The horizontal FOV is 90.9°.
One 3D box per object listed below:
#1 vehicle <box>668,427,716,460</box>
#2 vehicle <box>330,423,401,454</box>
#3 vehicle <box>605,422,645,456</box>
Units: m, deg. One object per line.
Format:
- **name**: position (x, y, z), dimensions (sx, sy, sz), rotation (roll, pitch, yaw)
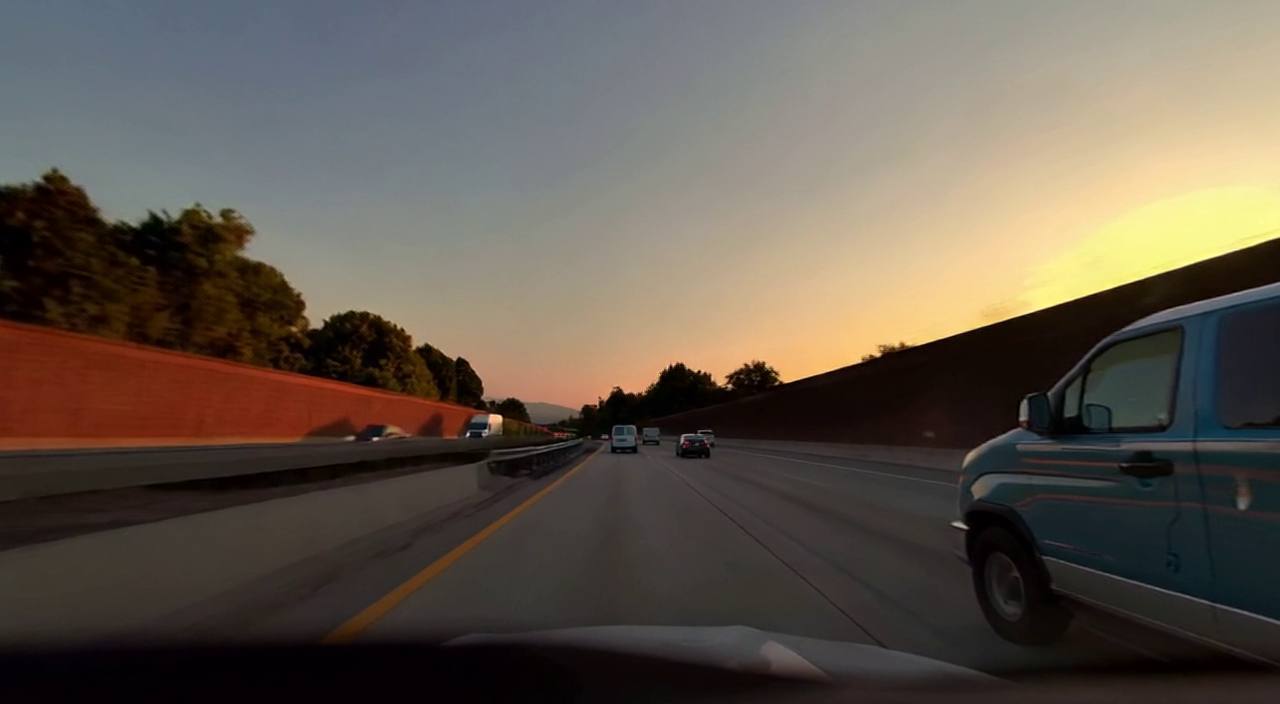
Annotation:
- **vehicle**: position (2.647, 4.745, 32.741), dimensions (1.996, 1.589, 3.715), rotation (0, -8, -3)
- **vehicle**: position (-14.220, 4.501, 32.977), dimensions (1.845, 1.509, 4.226), rotation (0, -8, 0)
- **vehicle**: position (-0.943, 5.454, 39.692), dimensions (2.403, 1.994, 4.683), rotation (0, -8, -1)
